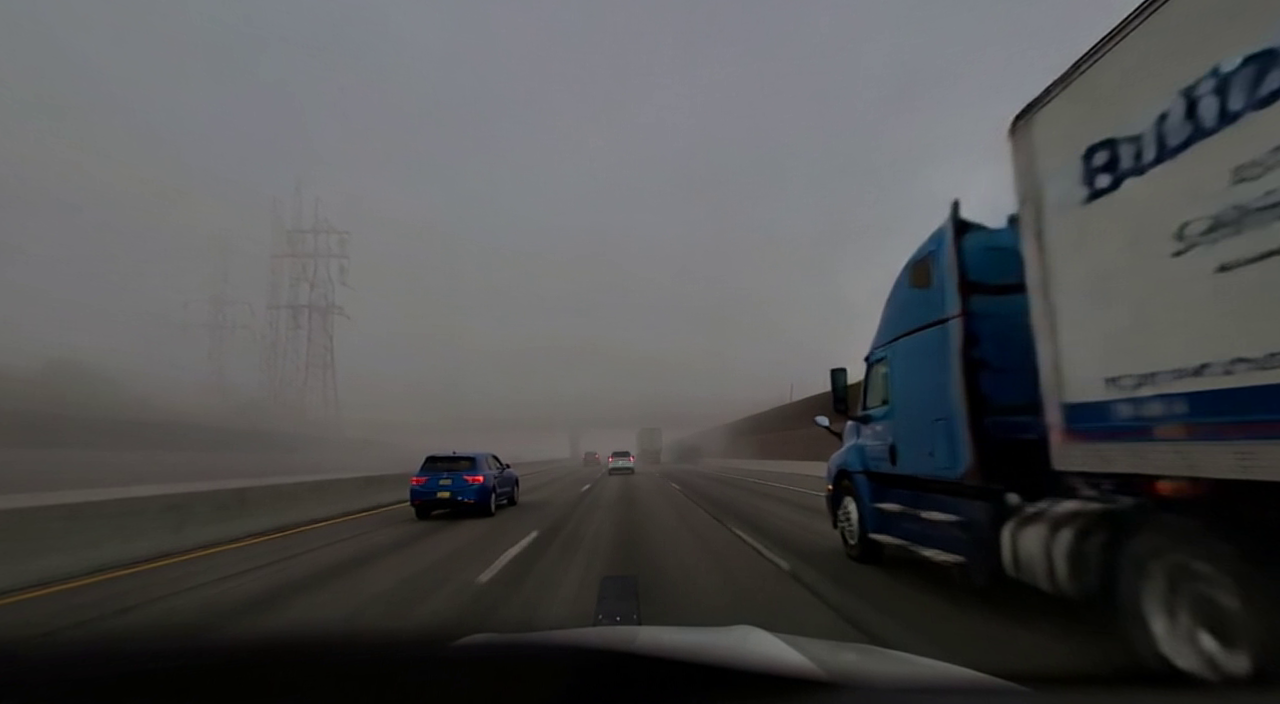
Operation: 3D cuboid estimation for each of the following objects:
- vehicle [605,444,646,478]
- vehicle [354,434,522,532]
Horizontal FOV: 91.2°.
[{"bbox_3d":[-0.734,5.716,33.042,2.004,1.615,4.113,0,-9,-1],"label":"vehicle"},{"bbox_3d":[-3.637,2.429,12.161,1.987,1.548,3.981,0,-9,-1],"label":"vehicle"}]
